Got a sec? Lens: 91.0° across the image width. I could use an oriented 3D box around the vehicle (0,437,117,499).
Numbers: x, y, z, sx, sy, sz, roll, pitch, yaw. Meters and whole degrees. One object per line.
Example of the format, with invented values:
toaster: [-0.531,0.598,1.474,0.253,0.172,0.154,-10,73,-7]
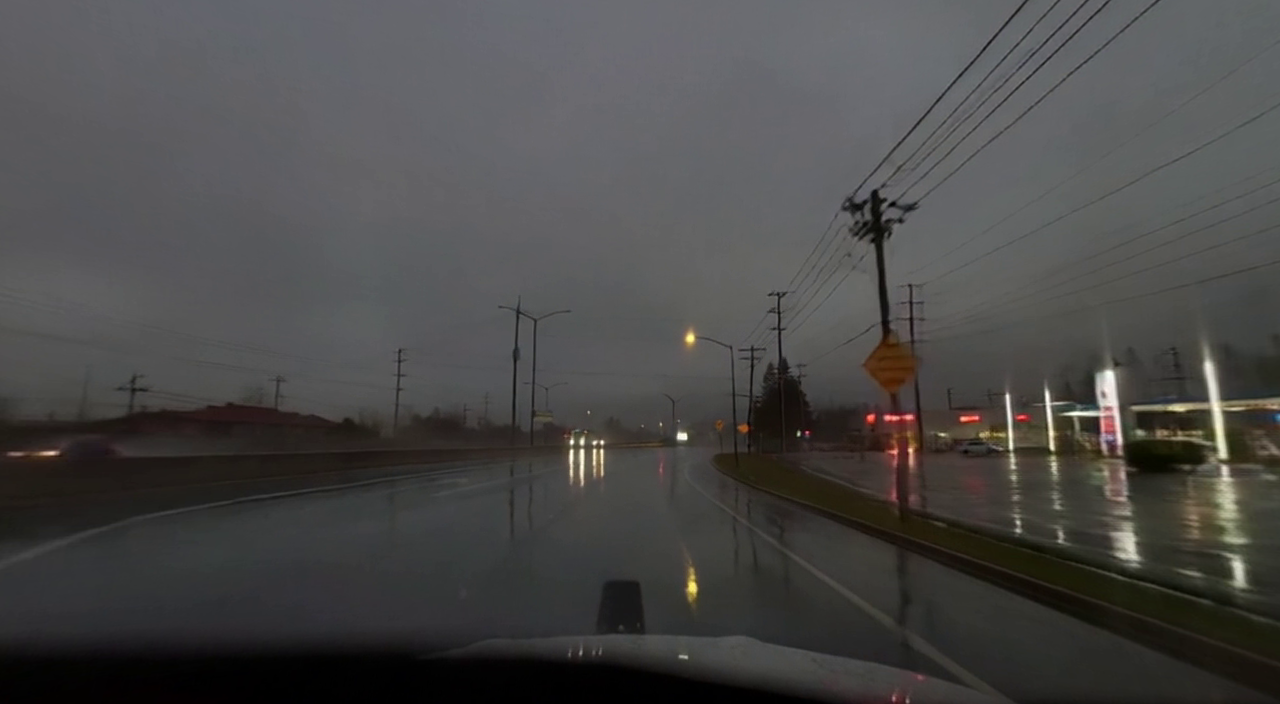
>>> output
vehicle: [-18.017,3.274,18.015,2.011,1.646,4.522,0,-9,3]
